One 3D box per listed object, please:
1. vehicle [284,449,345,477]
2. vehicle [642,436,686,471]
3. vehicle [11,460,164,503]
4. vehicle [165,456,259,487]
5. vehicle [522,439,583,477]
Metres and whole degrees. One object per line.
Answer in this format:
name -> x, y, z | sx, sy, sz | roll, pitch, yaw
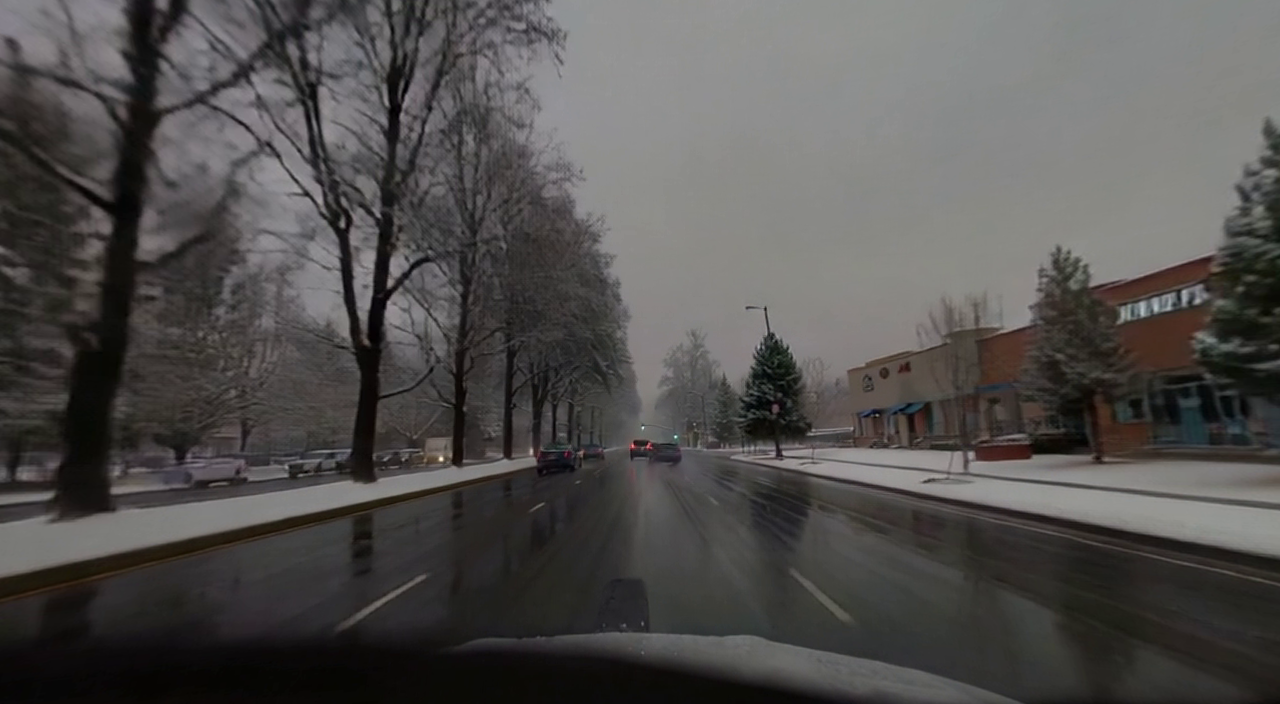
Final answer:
vehicle -> -22.730, 7.744, 44.178 | 1.887, 1.801, 4.587 | 0, -8, -1
vehicle -> 1.119, 4.996, 31.111 | 1.922, 1.579, 3.642 | 0, -8, -1
vehicle -> -22.856, 5.344, 26.405 | 1.862, 1.506, 4.983 | 0, -9, 1
vehicle -> -22.893, 6.384, 33.966 | 1.905, 1.483, 4.479 | 0, -8, 0
vehicle -> -3.671, 4.533, 27.284 | 1.908, 1.481, 4.536 | 0, -8, 1
